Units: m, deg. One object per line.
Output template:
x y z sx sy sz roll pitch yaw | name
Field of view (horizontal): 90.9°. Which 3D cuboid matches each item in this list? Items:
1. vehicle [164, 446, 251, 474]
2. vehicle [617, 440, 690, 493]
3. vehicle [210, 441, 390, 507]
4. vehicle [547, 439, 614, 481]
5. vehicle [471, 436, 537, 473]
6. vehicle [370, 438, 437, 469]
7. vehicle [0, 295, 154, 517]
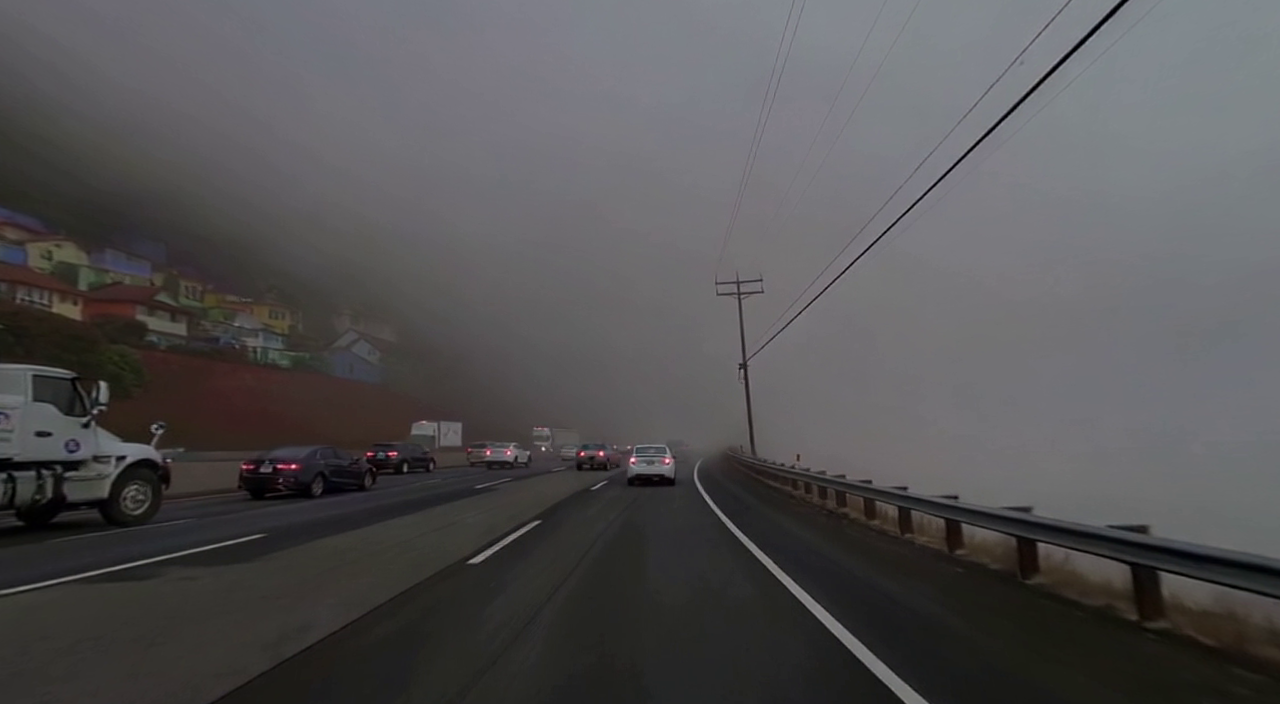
-24.183 6.001 35.422 1.808 1.461 4.066 -1 -8 3 | vehicle
0.509 3.611 20.301 2.109 1.495 3.935 -1 -8 3 | vehicle
-8.605 3.090 16.547 1.959 1.469 4.450 -1 -8 5 | vehicle
-2.485 4.663 27.593 2.121 1.639 4.383 -1 -8 5 | vehicle
-7.097 5.409 33.499 2.080 1.833 4.461 -1 -8 6 | vehicle
-14.590 6.262 39.173 2.020 1.790 4.563 -1 -8 5 | vehicle
-13.435 0.655 9.220 3.161 4.024 11.136 -1 -8 4 | vehicle
